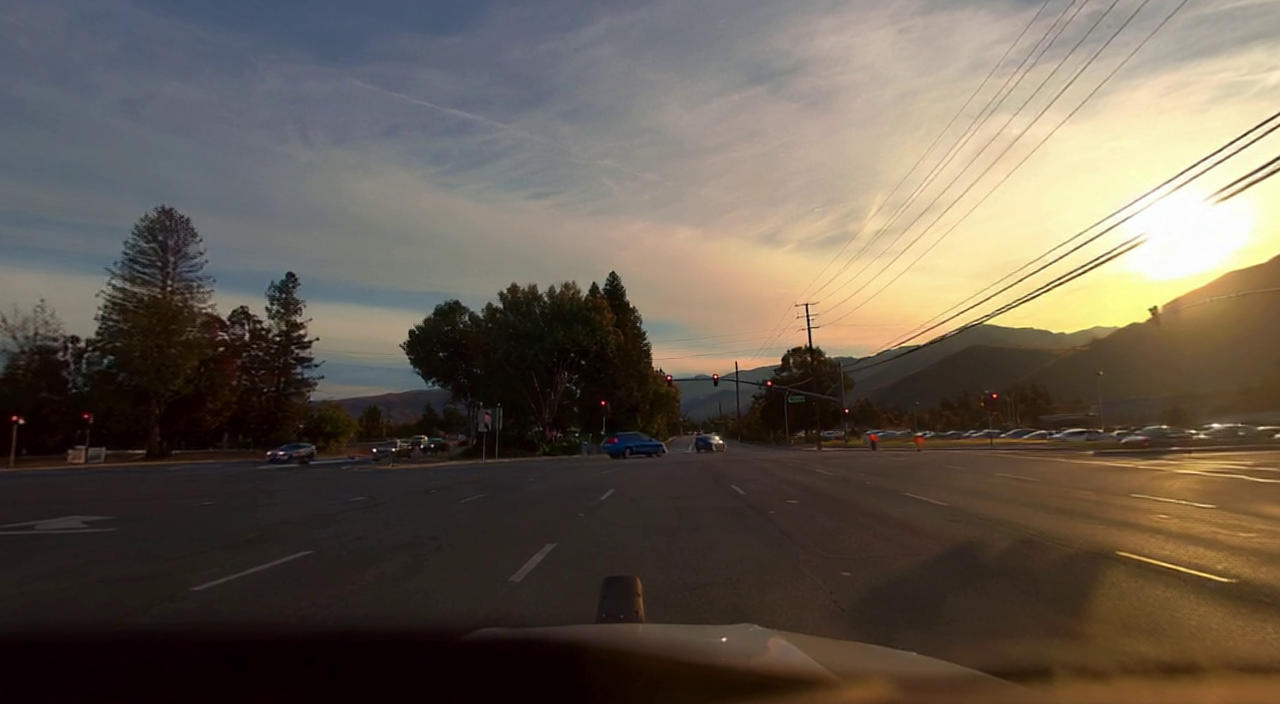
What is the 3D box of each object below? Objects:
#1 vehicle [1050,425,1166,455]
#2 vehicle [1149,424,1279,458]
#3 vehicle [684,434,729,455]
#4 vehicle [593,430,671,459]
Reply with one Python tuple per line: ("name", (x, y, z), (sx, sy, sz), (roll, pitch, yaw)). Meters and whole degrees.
("vehicle", (27.524, 5.192, 37.280), (5.100, 1.680, 2.055), (0, -8, 2))
("vehicle", (27.283, 4.205, 29.822), (4.778, 1.495, 1.959), (0, -8, 0))
("vehicle", (5.243, 7.207, 49.191), (2.044, 1.542, 4.218), (-5, -10, 28))
("vehicle", (-0.458, 5.852, 40.006), (2.105, 1.735, 4.812), (-8, -12, 44))
